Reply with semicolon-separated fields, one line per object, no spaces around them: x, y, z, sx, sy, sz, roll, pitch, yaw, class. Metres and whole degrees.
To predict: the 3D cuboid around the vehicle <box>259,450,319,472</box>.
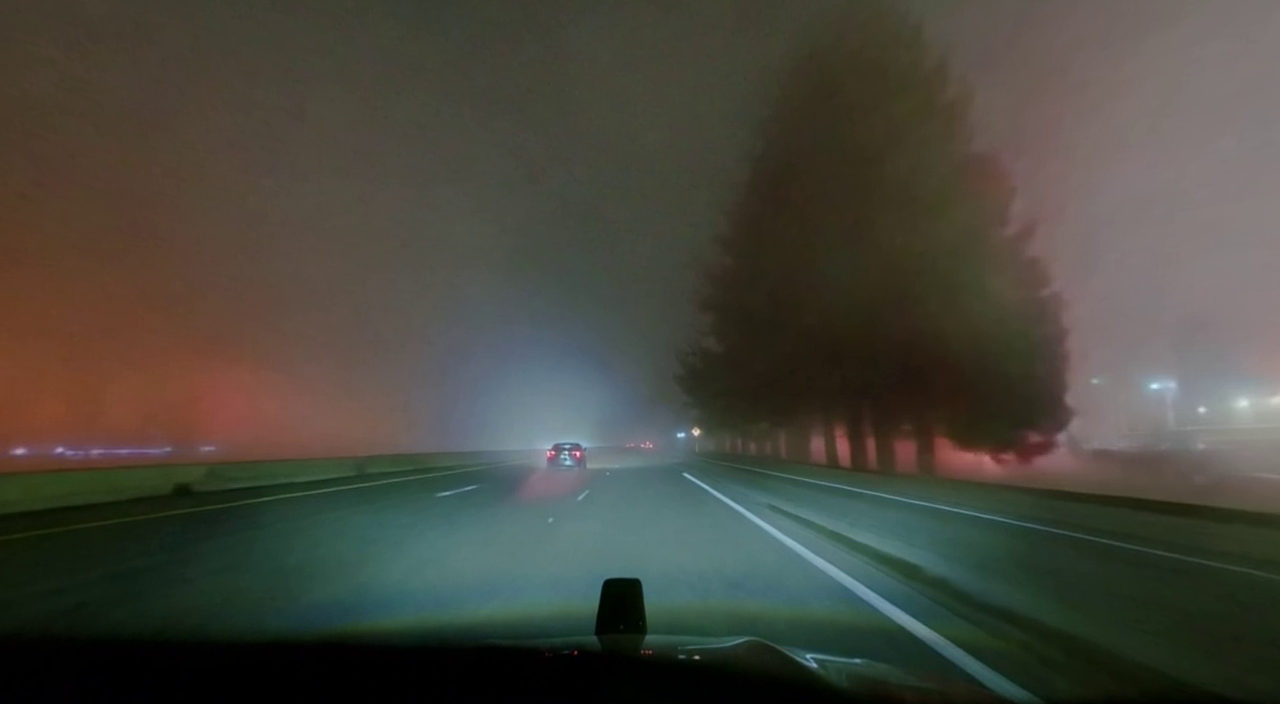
-24.437;7.603;44.016;1.755;1.407;4.053;0;-8;2;vehicle

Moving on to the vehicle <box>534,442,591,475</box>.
-3.563;4.989;29.787;2.128;1.450;4.078;0;-8;1;vehicle
